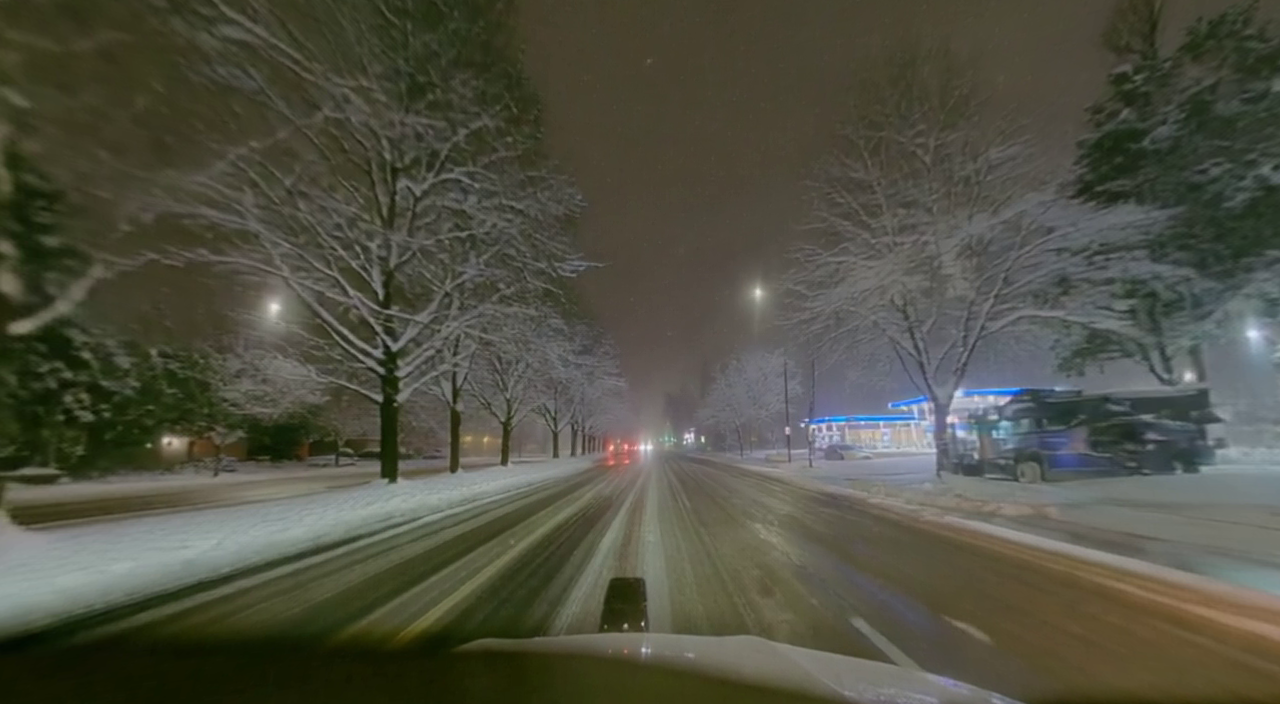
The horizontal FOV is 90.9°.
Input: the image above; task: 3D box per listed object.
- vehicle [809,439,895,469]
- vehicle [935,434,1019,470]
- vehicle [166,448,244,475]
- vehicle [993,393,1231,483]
[{"bbox_3d":[12.500,6.017,37.254,4.359,1.656,1.894,2,-9,-12],"label":"vehicle"},{"bbox_3d":[17.357,5.164,32.710,1.806,1.721,3.978,1,-8,-6],"label":"vehicle"},{"bbox_3d":[-30.951,7.766,45.051,2.059,1.782,5.016,1,-8,-1],"label":"vehicle"},{"bbox_3d":[15.128,2.801,20.518,5.820,2.752,2.234,0,-8,-1],"label":"vehicle"}]
